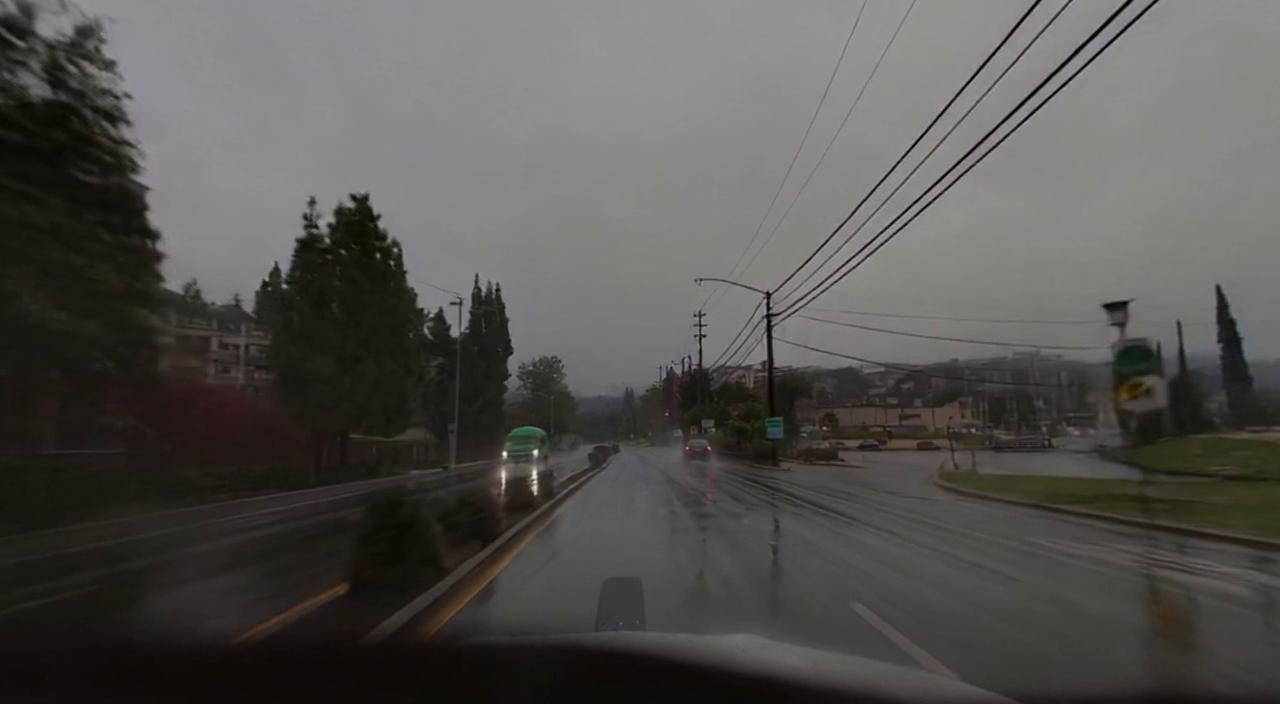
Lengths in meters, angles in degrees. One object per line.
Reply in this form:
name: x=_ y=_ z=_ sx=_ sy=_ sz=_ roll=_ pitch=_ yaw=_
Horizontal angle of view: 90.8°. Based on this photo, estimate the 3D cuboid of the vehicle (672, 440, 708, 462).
vehicle: x=3.372 y=6.764 z=43.269 sx=2.015 sy=1.467 sz=4.117 roll=0 pitch=-8 yaw=-1
